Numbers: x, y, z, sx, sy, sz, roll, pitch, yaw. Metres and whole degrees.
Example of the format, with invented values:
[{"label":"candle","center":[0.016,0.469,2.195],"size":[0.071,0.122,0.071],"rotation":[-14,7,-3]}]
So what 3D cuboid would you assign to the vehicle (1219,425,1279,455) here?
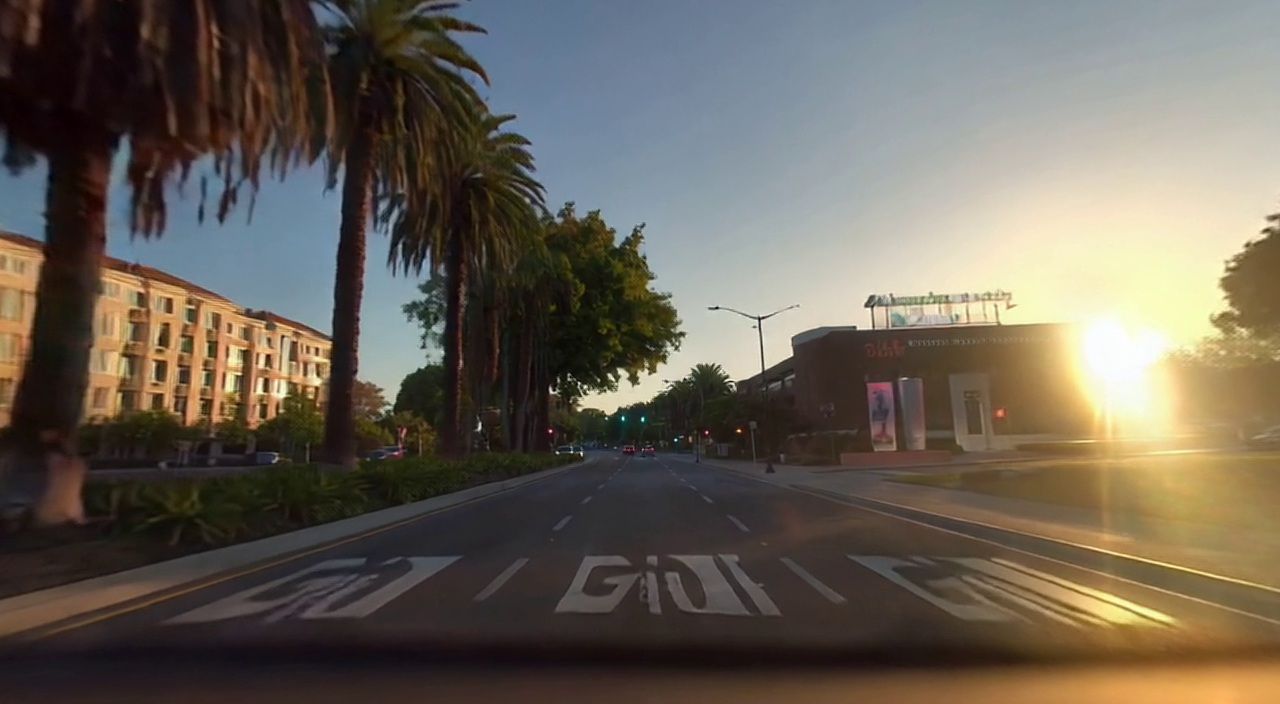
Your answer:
[{"label":"vehicle","center":[34.396,4.731,33.899],"size":[1.820,1.571,4.697],"rotation":[0,-9,-3]}]
